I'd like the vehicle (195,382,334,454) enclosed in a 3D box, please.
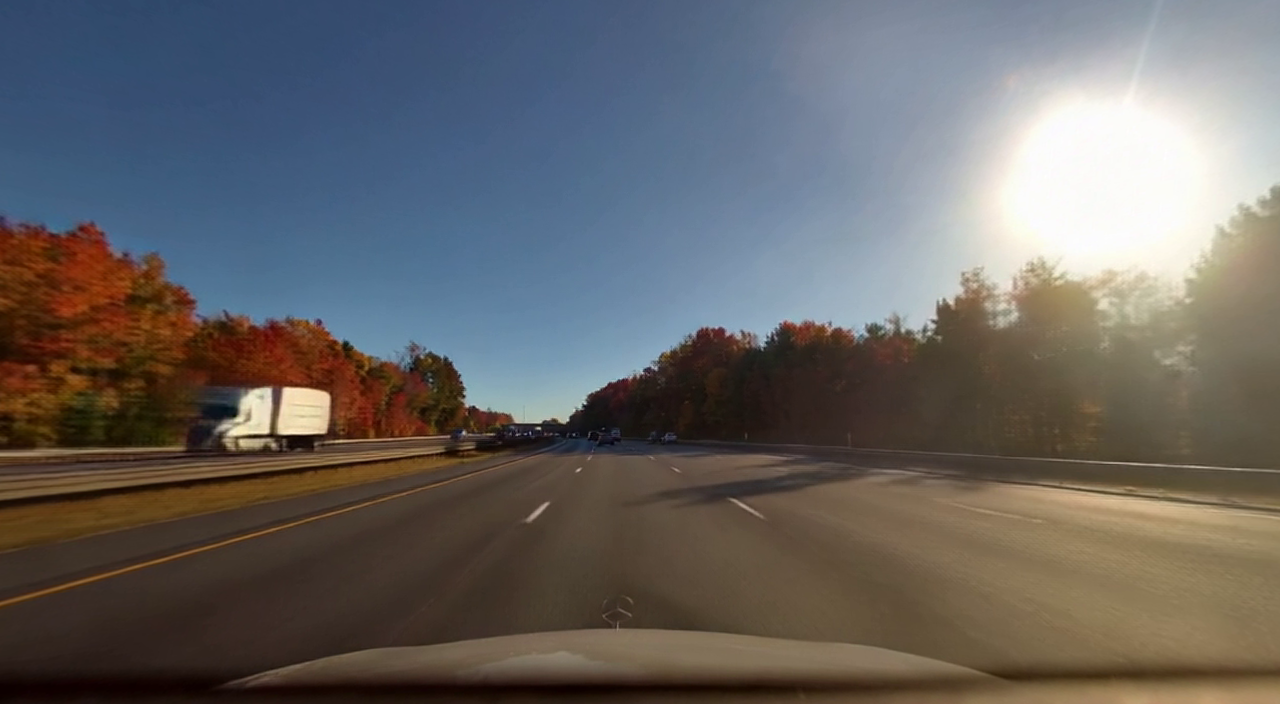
[{"bbox_3d":[-22.471,4.191,38.513,3.025,3.847,9.441,0,-8,-3],"label":"vehicle"}]
